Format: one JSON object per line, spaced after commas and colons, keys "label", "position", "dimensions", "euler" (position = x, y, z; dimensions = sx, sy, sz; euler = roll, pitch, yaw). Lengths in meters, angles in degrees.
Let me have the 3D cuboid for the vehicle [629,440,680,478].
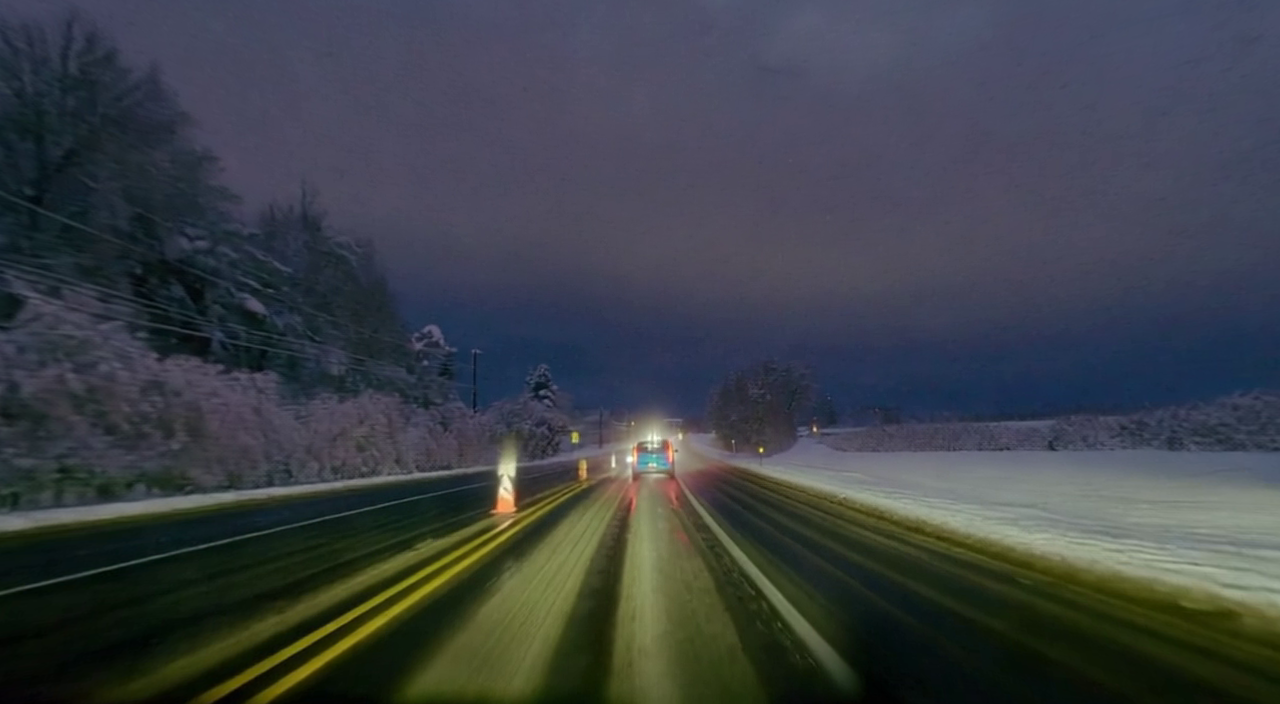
{"label": "vehicle", "position": [0.660, 4.552, 27.103], "dimensions": [2.042, 1.489, 3.963], "euler": [0, -9, 2]}
